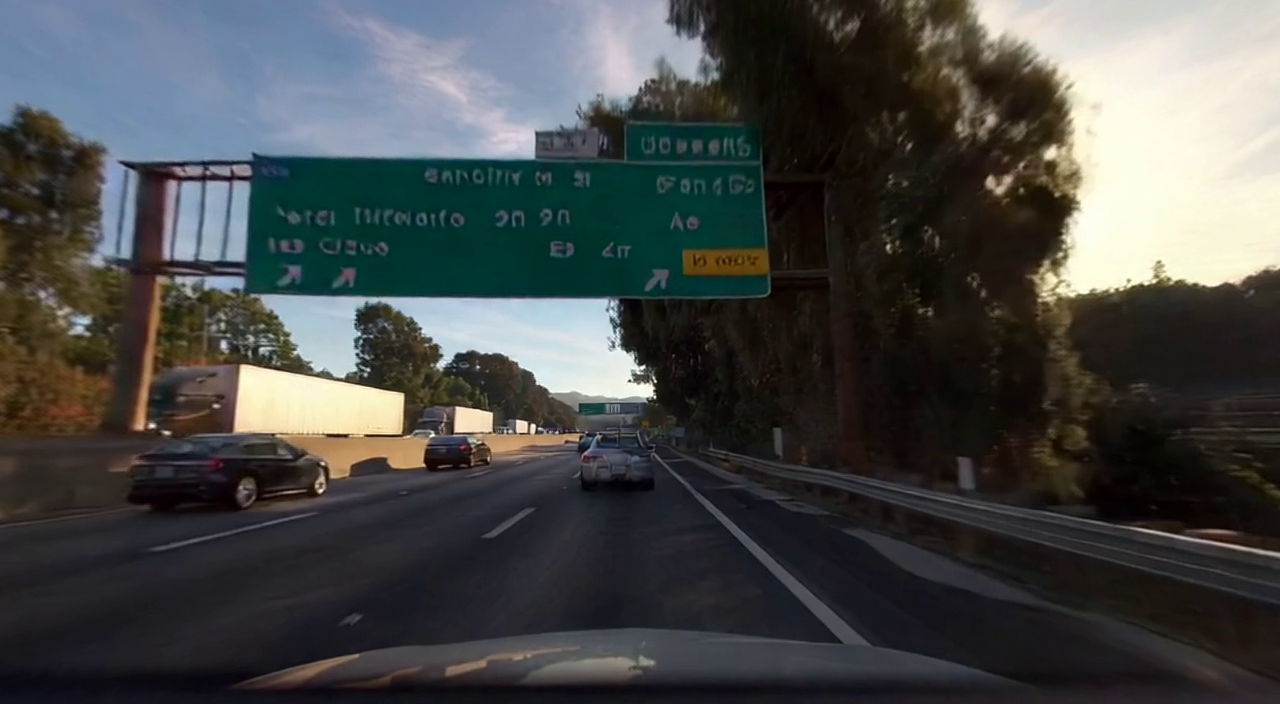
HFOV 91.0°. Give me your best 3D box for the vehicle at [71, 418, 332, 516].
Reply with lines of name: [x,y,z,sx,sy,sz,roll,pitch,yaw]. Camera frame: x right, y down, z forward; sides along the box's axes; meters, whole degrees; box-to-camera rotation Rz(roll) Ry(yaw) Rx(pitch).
vehicle: [-7.832,2.077,11.805,2.088,1.531,3.791,0,-8,1]

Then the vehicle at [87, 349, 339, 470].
vehicle: [-15.013,2.358,23.494,3.034,3.627,9.026,0,-8,0]

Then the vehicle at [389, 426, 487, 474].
vehicle: [-7.708,3.807,24.587,2.325,1.663,4.426,0,-8,0]

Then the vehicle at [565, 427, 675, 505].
vehicle: [-0.370,2.548,14.525,2.127,1.497,4.445,0,-8,1]
